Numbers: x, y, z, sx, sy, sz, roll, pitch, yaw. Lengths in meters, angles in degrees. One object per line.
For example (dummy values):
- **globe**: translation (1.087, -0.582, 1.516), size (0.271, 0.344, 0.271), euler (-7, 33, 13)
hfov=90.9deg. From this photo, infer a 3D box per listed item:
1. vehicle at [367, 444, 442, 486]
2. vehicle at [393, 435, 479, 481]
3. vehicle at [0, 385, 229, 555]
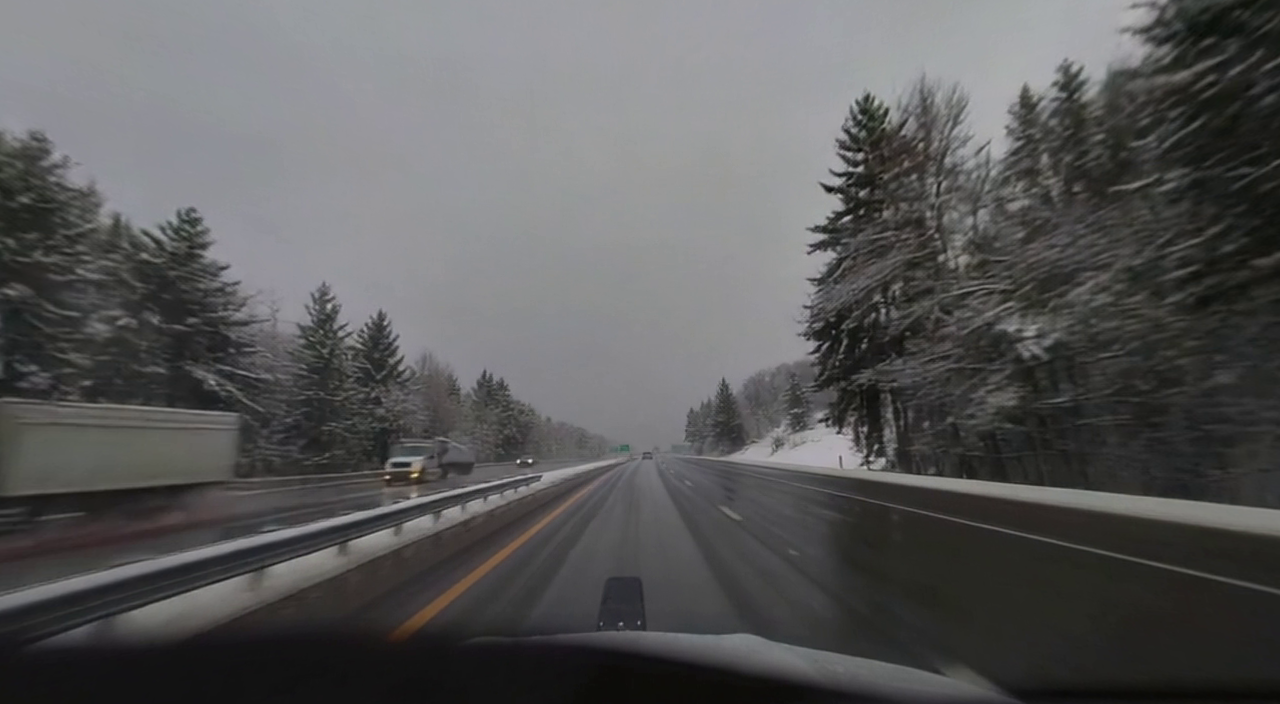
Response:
- **vehicle**: translation (-12.795, 6.155, 34.641), size (2.187, 2.101, 4.987), euler (0, -9, -1)
- **vehicle**: translation (-12.879, 6.800, 40.711), size (2.714, 2.654, 8.303), euler (0, -9, 1)
- **vehicle**: translation (-12.838, 2.389, 13.063), size (2.692, 3.025, 8.751), euler (0, -9, 0)
